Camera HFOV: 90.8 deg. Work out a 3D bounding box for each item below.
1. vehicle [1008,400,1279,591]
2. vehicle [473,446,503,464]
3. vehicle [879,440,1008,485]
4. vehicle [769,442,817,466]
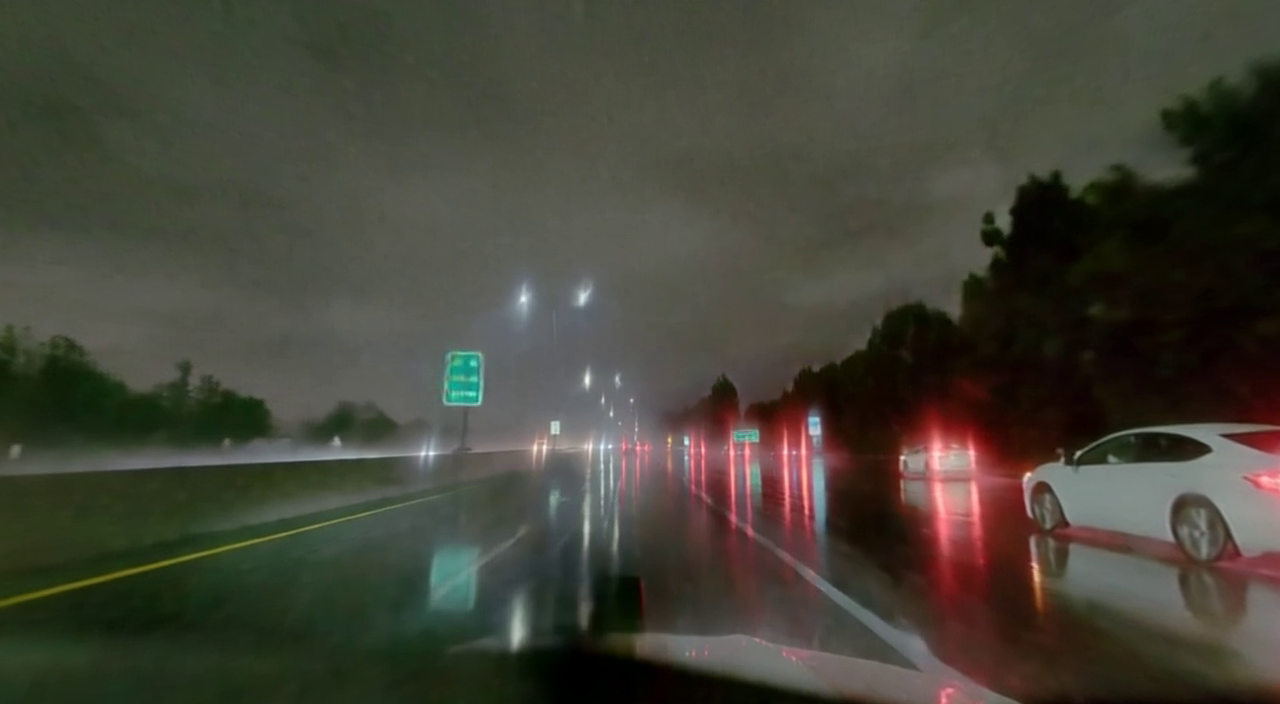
[{"bbox_3d":[6.676,1.529,7.310,2.027,1.679,4.543,0,-9,-1],"label":"vehicle"},{"bbox_3d":[-11.189,7.557,46.555,1.491,1.186,3.271,1,-7,-2],"label":"vehicle"},{"bbox_3d":[11.114,4.071,23.693,2.194,1.489,5.141,0,-9,-1],"label":"vehicle"},{"bbox_3d":[10.533,7.066,43.970,1.962,1.536,4.945,0,-9,-2],"label":"vehicle"}]
